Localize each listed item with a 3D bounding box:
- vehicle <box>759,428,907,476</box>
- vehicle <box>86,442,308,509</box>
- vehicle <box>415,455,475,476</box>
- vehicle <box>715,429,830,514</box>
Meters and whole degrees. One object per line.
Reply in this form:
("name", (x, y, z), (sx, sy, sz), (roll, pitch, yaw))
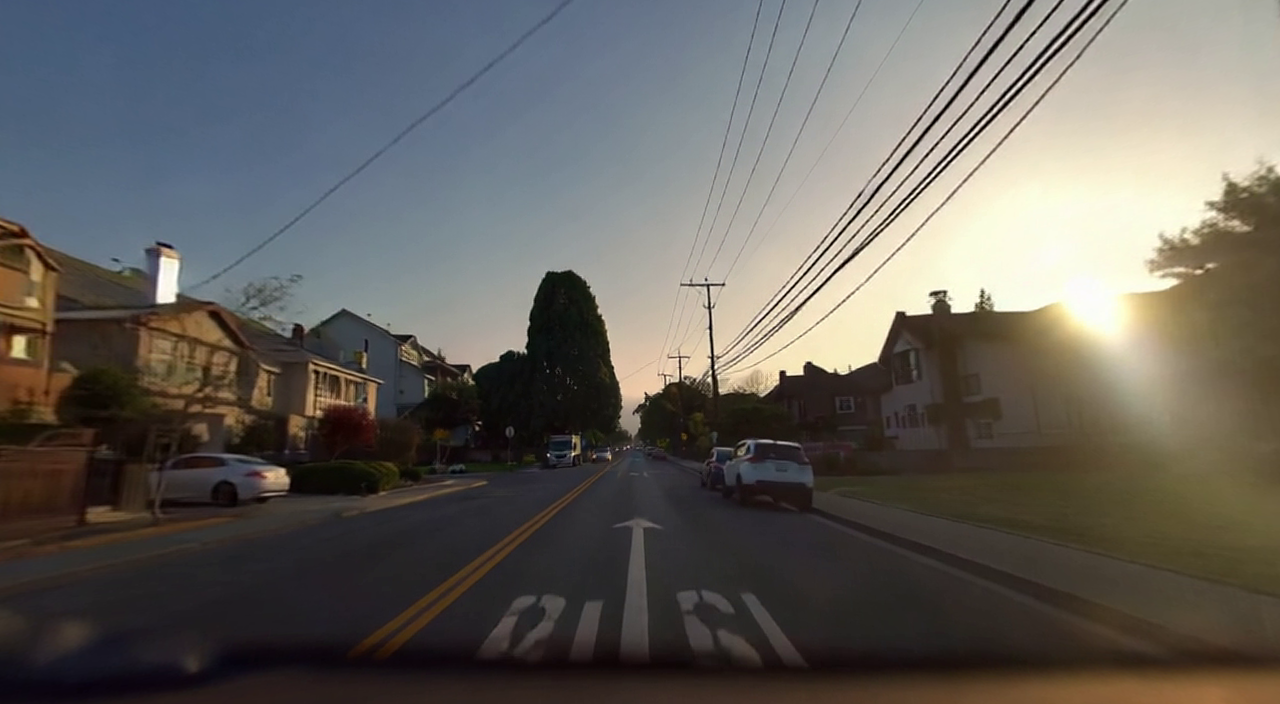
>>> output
("vehicle", (7.729, 4.065, 25.743), (5.288, 1.871, 2.148), (0, -8, 1))
("vehicle", (-11.819, 3.292, 17.116), (4.480, 1.665, 1.930), (0, -9, -1))
("vehicle", (-15.293, 8.929, 49.772), (4.204, 1.626, 1.874), (1, -9, -5))
("vehicle", (3.065, 2.857, 15.510), (1.945, 1.792, 3.903), (0, -9, 0))
